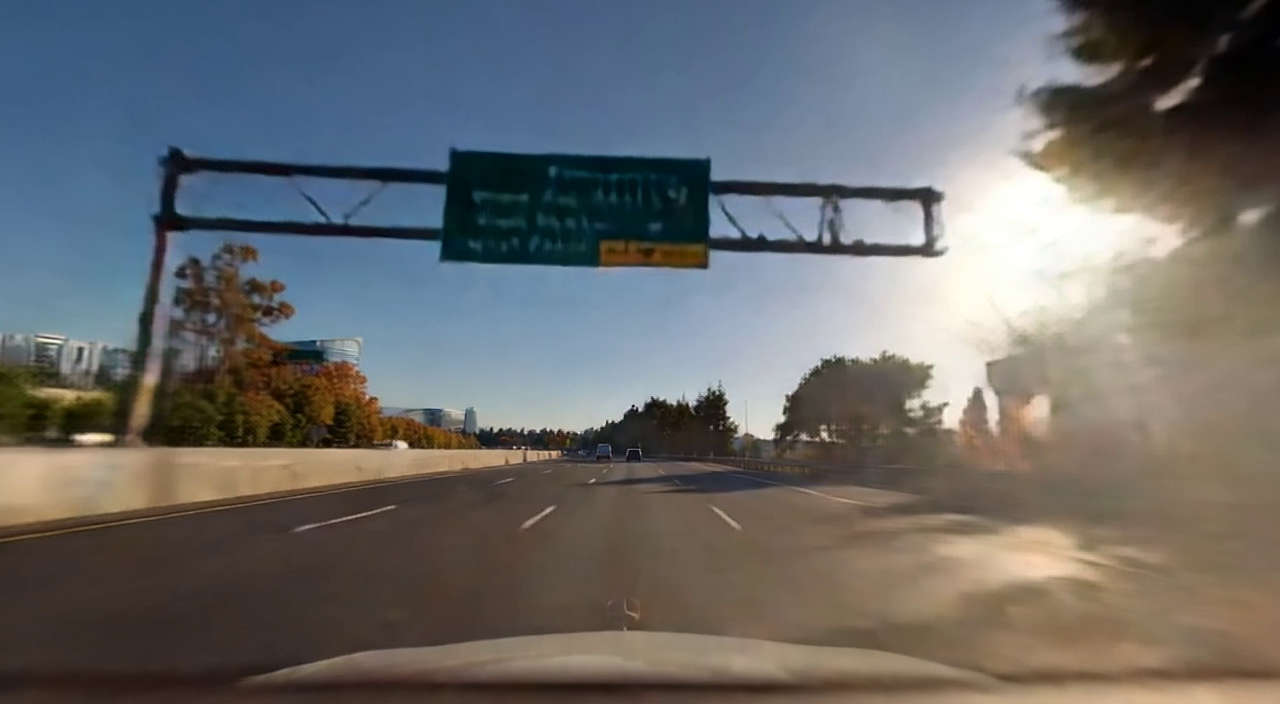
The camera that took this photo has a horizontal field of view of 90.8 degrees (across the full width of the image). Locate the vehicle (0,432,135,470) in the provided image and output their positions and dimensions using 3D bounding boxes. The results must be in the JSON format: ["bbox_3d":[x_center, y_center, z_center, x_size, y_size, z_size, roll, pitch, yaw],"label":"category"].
[{"bbox_3d":[-25.413,4.429,28.198,1.955,1.537,4.457,0,-9,-1],"label":"vehicle"}]
